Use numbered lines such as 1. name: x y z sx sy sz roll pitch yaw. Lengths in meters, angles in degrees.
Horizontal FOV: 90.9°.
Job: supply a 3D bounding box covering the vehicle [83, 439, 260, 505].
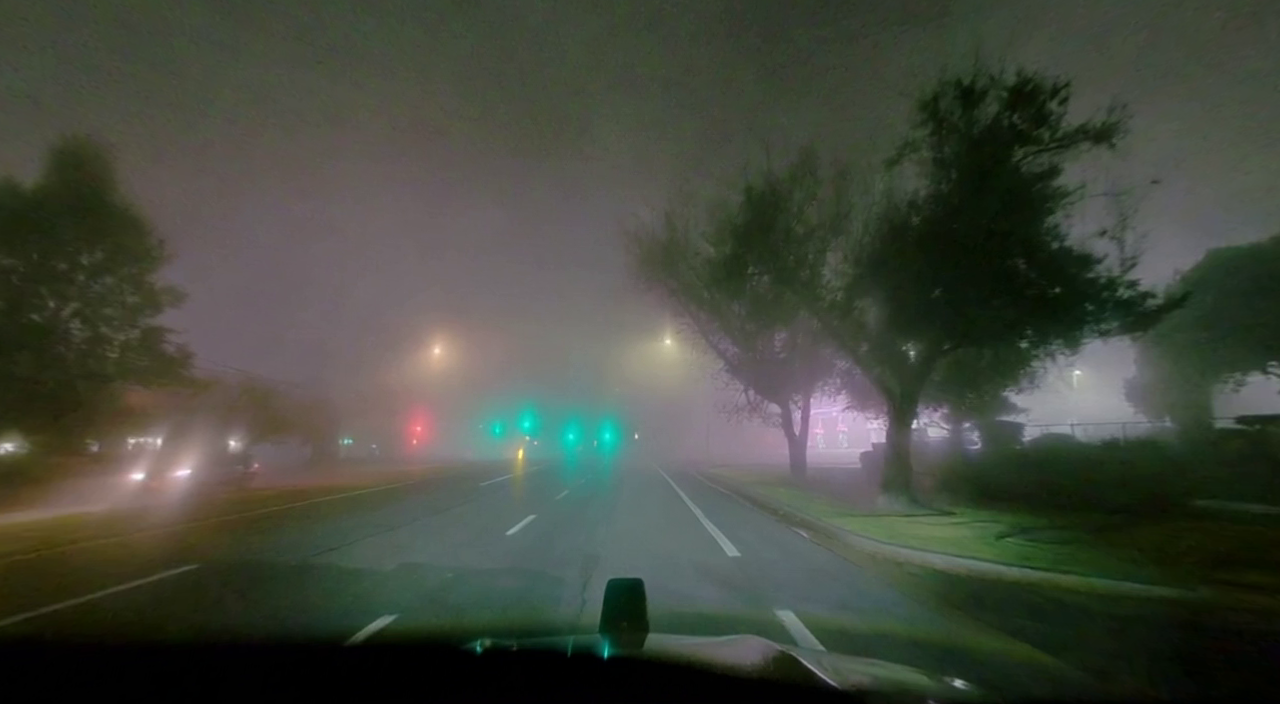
1. vehicle: -14.679 3.748 20.199 1.995 1.808 4.759 0 -9 0
